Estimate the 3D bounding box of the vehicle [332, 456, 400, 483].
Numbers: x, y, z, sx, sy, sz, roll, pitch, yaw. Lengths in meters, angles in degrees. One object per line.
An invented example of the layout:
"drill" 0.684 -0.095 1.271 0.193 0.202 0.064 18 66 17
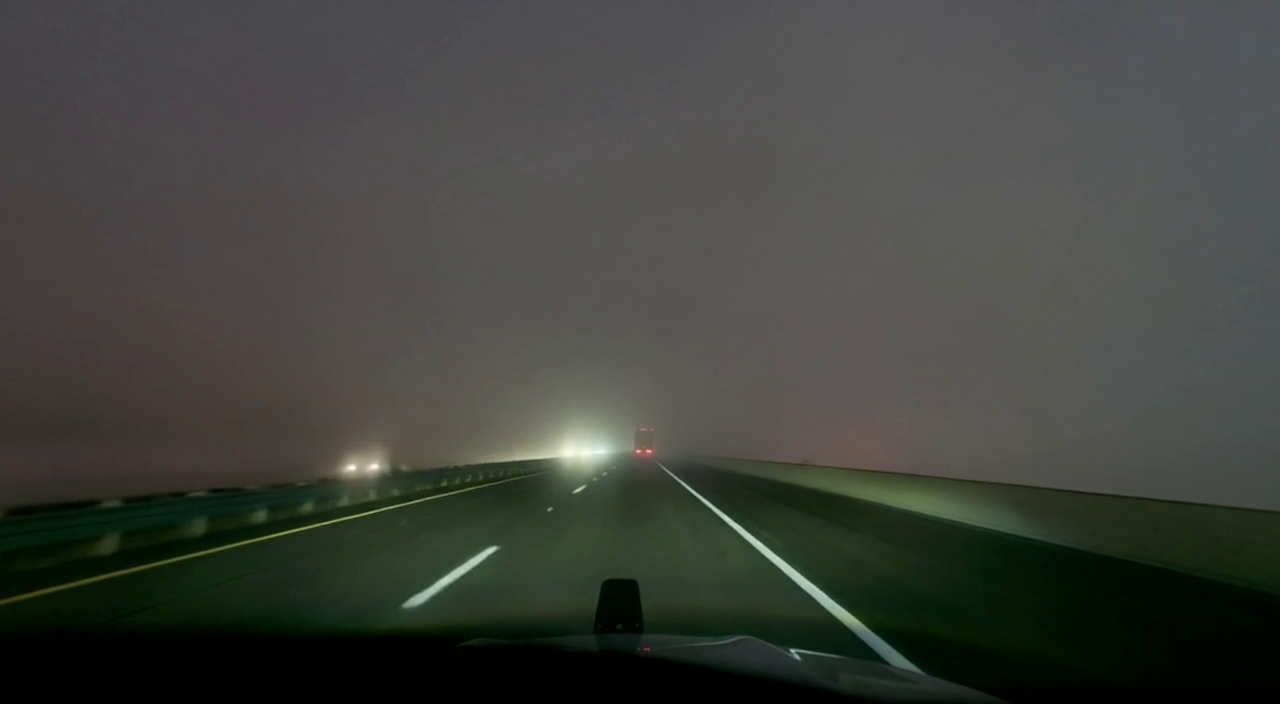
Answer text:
"vehicle" -16.763 7.193 38.843 2.016 1.475 4.678 0 -9 1
